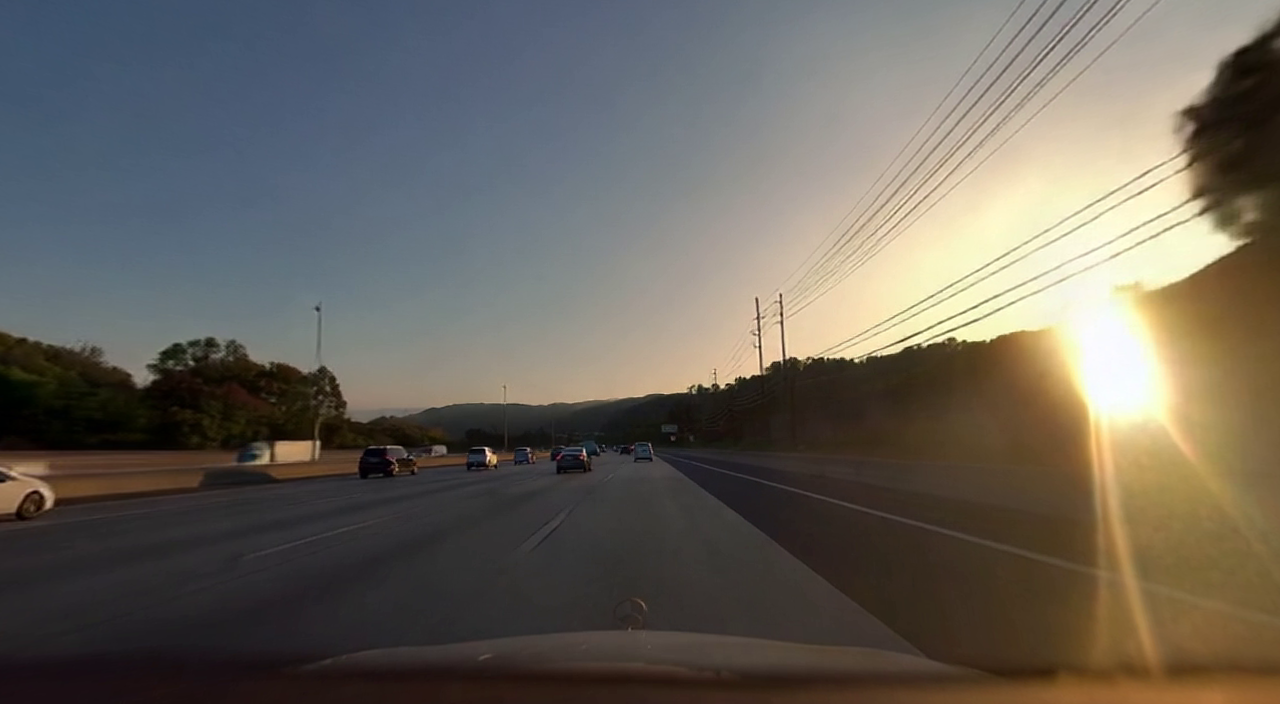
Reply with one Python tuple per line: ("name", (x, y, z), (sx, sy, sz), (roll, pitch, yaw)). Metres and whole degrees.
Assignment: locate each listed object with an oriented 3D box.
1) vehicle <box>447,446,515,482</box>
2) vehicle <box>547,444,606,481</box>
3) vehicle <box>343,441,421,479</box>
("vehicle", (-7.082, 5.023, 28.502), (1.899, 1.472, 4.202), (0, -9, 1))
("vehicle", (-2.639, 4.738, 27.258), (2.064, 1.446, 4.409), (0, -9, 1))
("vehicle", (-14.269, 5.999, 35.276), (2.172, 1.946, 5.017), (0, -9, 1))
